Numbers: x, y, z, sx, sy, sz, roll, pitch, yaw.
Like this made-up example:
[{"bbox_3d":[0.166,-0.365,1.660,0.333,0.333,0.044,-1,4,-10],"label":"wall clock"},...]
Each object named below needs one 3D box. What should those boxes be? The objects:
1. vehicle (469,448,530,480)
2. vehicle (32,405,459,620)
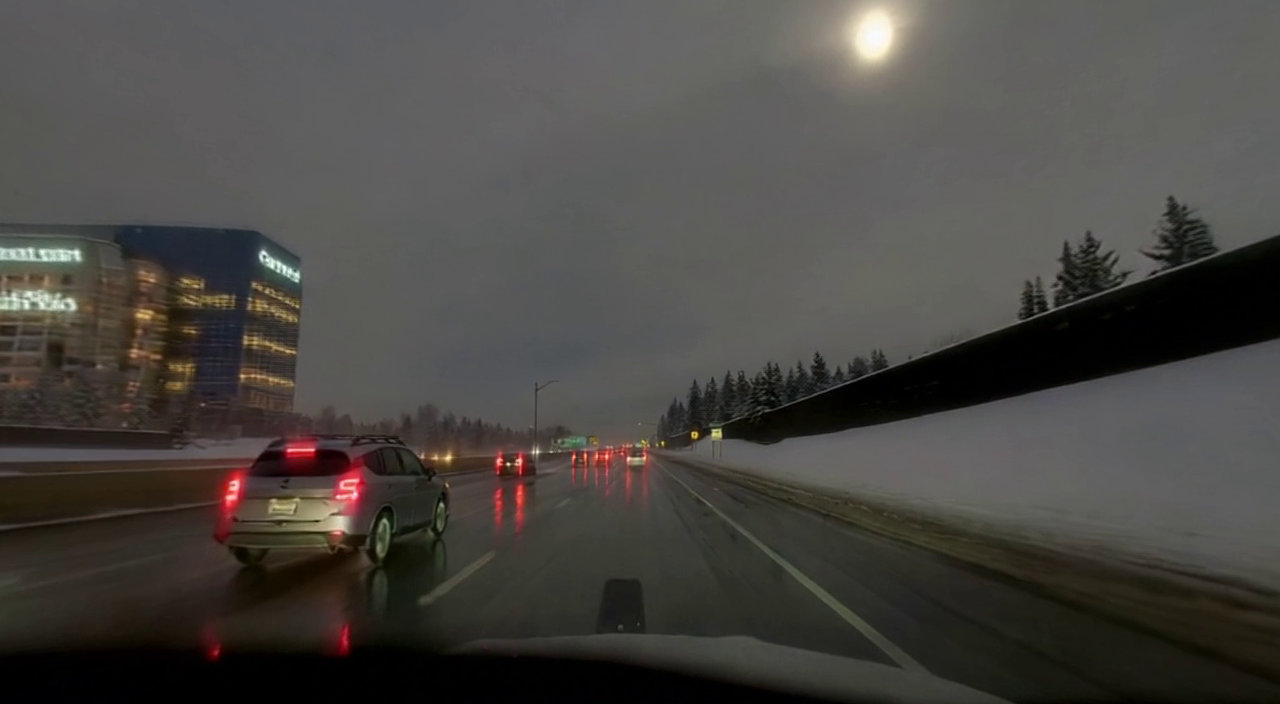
[{"bbox_3d":[-7.186,5.777,32.804,1.998,1.542,4.953,0,-9,1],"label":"vehicle"},{"bbox_3d":[-3.864,1.645,7.439,2.059,1.725,4.521,0,-9,0],"label":"vehicle"}]
